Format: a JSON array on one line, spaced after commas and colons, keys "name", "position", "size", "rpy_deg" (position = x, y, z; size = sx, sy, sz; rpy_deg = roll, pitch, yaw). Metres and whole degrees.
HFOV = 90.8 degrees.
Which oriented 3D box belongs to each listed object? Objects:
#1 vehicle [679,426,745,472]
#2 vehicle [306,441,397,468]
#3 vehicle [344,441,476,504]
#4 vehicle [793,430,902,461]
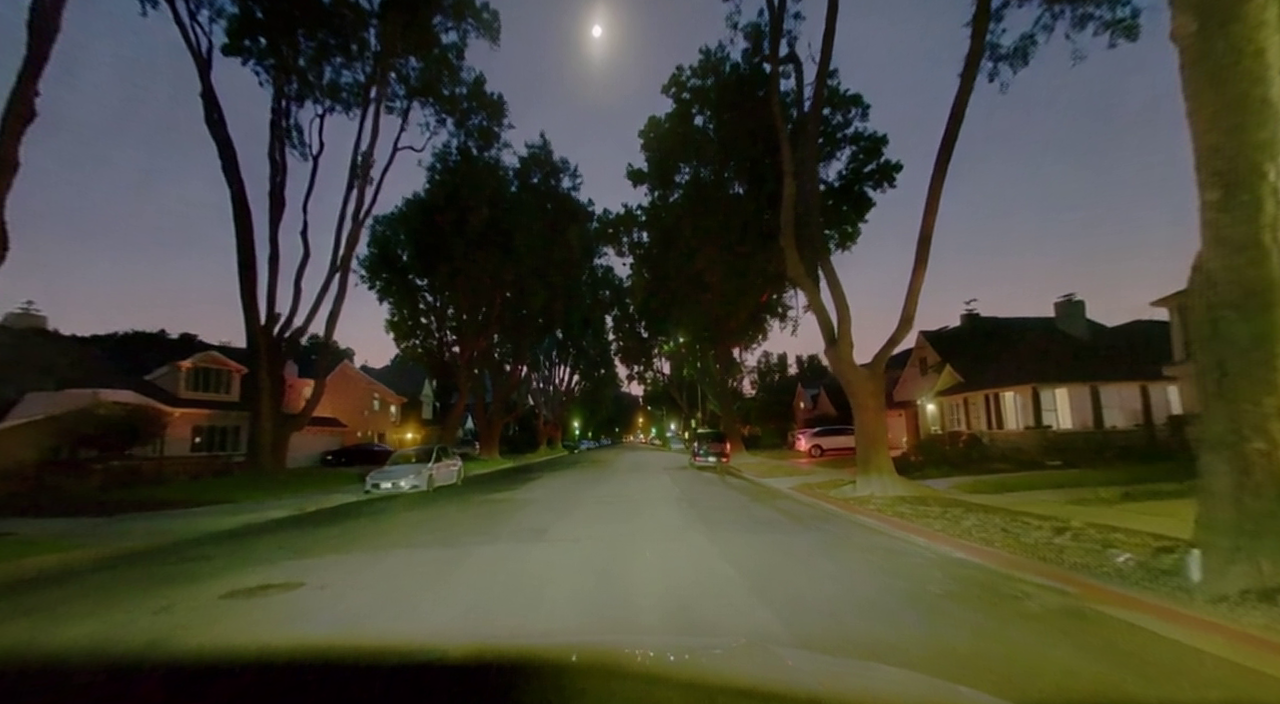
[{"name": "vehicle", "position": [3.126, 4.378, 28.587], "size": [2.241, 1.875, 5.059], "rpy_deg": [0, -8, -1]}, {"name": "vehicle", "position": [-16.286, 5.809, 35.783], "size": [4.276, 1.463, 1.832], "rpy_deg": [-1, -8, 7]}, {"name": "vehicle", "position": [-6.428, 3.377, 18.243], "size": [2.099, 1.399, 4.357], "rpy_deg": [-4, -8, 1]}, {"name": "vehicle", "position": [10.408, 4.769, 32.111], "size": [5.041, 1.486, 1.969], "rpy_deg": [-2, -9, 14]}]
